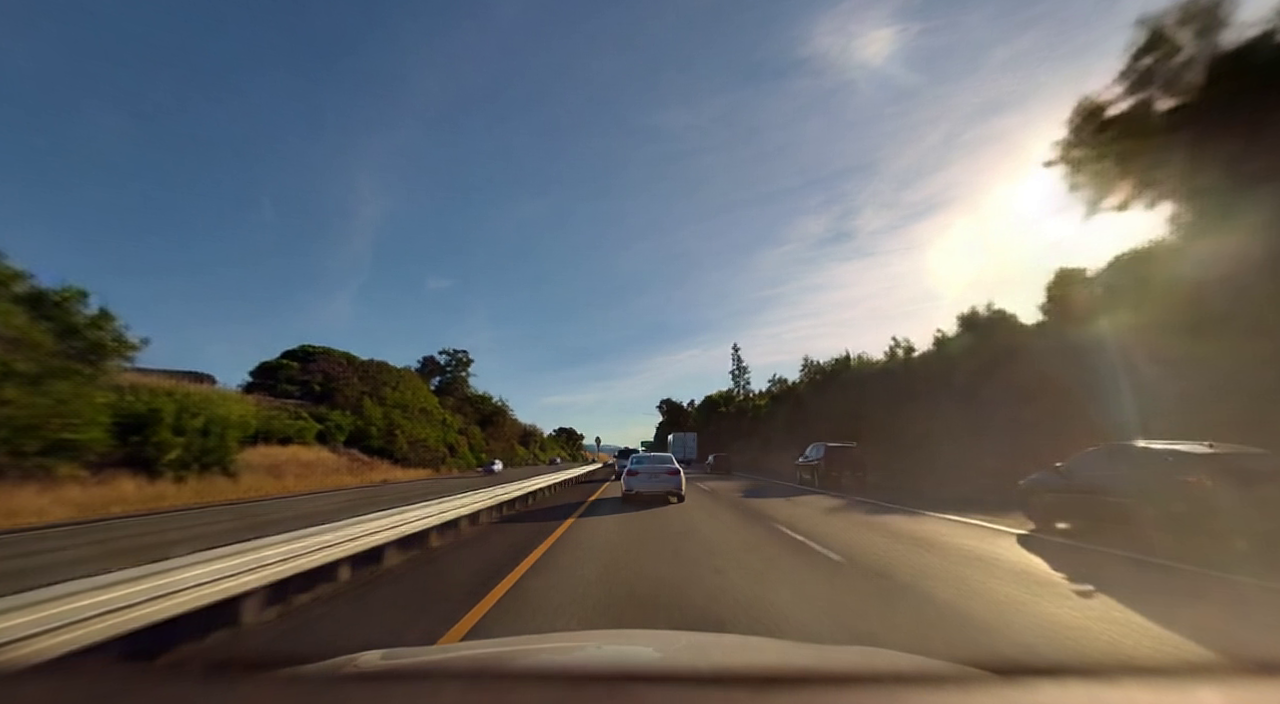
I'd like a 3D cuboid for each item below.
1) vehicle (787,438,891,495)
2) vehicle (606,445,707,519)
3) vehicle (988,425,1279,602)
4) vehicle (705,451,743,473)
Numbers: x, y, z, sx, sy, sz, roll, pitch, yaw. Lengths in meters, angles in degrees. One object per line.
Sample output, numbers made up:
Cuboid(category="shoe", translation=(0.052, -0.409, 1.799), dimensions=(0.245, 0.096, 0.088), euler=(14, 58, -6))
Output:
Cuboid(category="vehicle", translation=(6.505, 3.788, 21.161), dimensions=(1.980, 1.702, 4.235), euler=(0, -9, -2))
Cuboid(category="vehicle", translation=(0.299, 2.986, 14.952), dimensions=(2.076, 1.485, 3.774), euler=(0, -9, -1))
Cuboid(category="vehicle", translation=(6.293, 1.695, 7.450), dimensions=(1.965, 1.484, 4.090), euler=(0, -9, 0))
Cuboid(category="vehicle", translation=(5.945, 7.827, 45.101), dimensions=(1.921, 1.451, 3.841), euler=(0, -9, -3))
